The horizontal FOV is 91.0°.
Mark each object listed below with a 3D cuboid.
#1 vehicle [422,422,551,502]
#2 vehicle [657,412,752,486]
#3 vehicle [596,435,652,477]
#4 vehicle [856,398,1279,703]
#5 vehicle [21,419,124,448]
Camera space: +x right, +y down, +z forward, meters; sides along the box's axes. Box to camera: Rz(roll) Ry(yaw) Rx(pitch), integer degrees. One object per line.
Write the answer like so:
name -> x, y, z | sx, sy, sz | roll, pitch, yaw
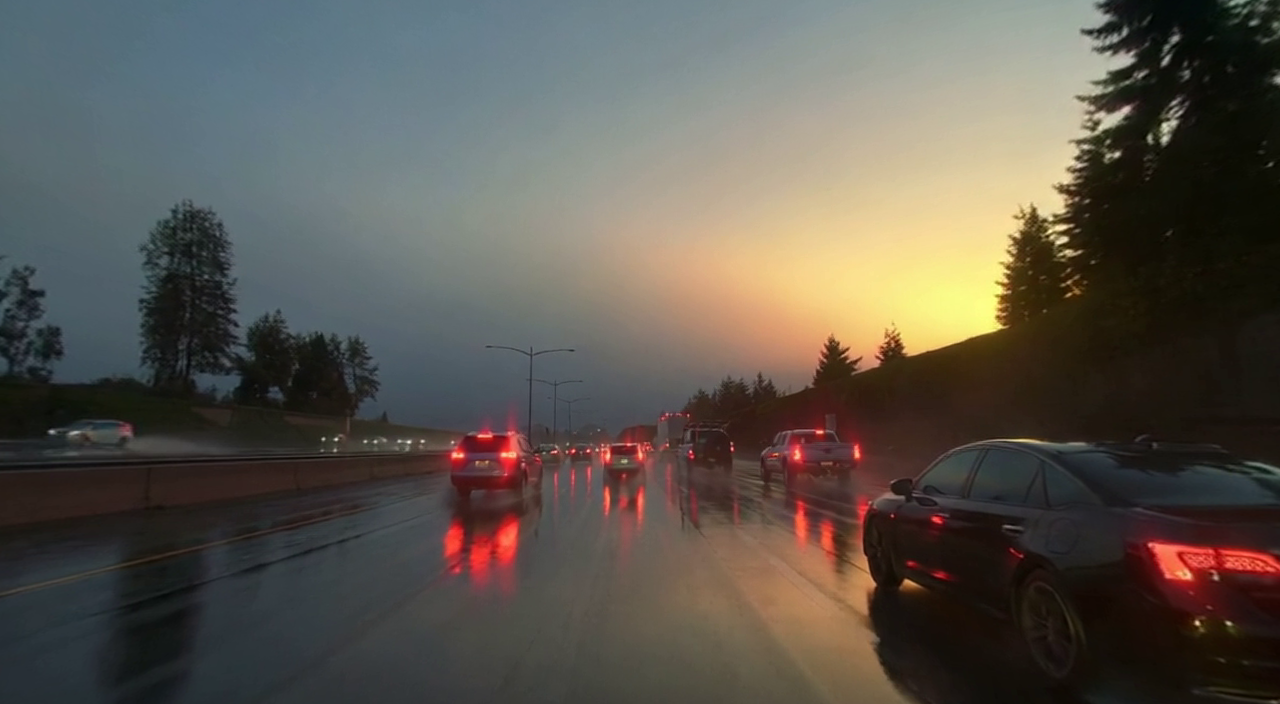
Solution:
vehicle -> -3.795, 2.840, 16.603 | 2.176, 1.783, 4.799 | 0, -9, 0
vehicle -> 3.017, 5.231, 34.290 | 3.426, 3.279, 12.313 | 0, -8, -2
vehicle -> -0.687, 4.553, 27.673 | 2.235, 1.682, 4.094 | 0, -9, -1
vehicle -> 3.187, 1.214, 4.063 | 2.031, 1.504, 4.327 | 0, -9, 0
vehicle -> -31.916, 4.664, 35.576 | 1.974, 1.531, 4.193 | 1, -9, -2
